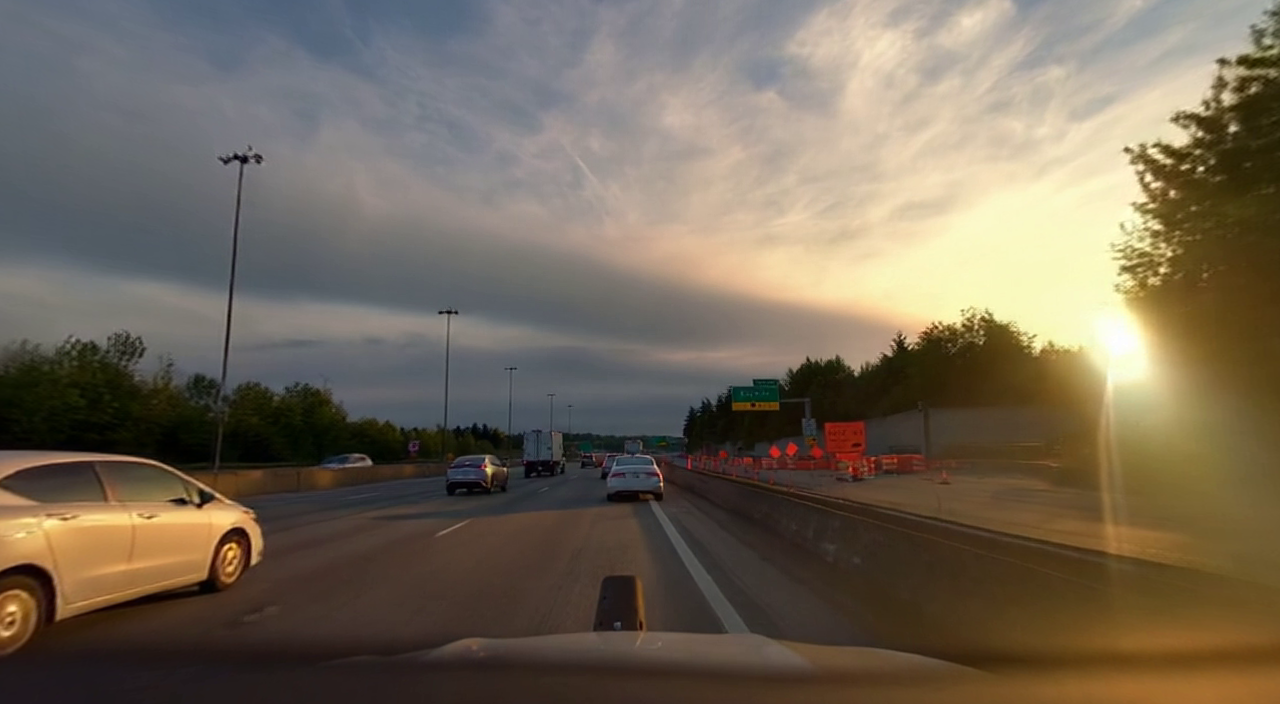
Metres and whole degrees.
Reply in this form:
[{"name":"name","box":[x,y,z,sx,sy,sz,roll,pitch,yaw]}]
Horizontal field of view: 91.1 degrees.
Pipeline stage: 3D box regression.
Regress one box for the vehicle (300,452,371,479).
[{"name":"vehicle","box":[-19.485,7.265,40.508,2.357,1.631,4.515,0,-9,-1]}]

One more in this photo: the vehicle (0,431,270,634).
[{"name":"vehicle","box":[-5.681,1.505,5.739,1.892,1.481,4.573,0,-9,-1]}]

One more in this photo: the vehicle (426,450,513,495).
[{"name":"vehicle","box":[-6.012,4.279,22.688,2.063,1.417,4.000,0,-9,-1]}]

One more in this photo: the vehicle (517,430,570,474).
[{"name":"vehicle","box":[-6.149,6.516,41.043,2.326,2.645,6.249,-1,-9,2]}]

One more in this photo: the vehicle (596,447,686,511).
[{"name":"vehicle","box":[-0.012,3.224,16.440,2.080,1.451,3.512,0,-9,-1]}]
